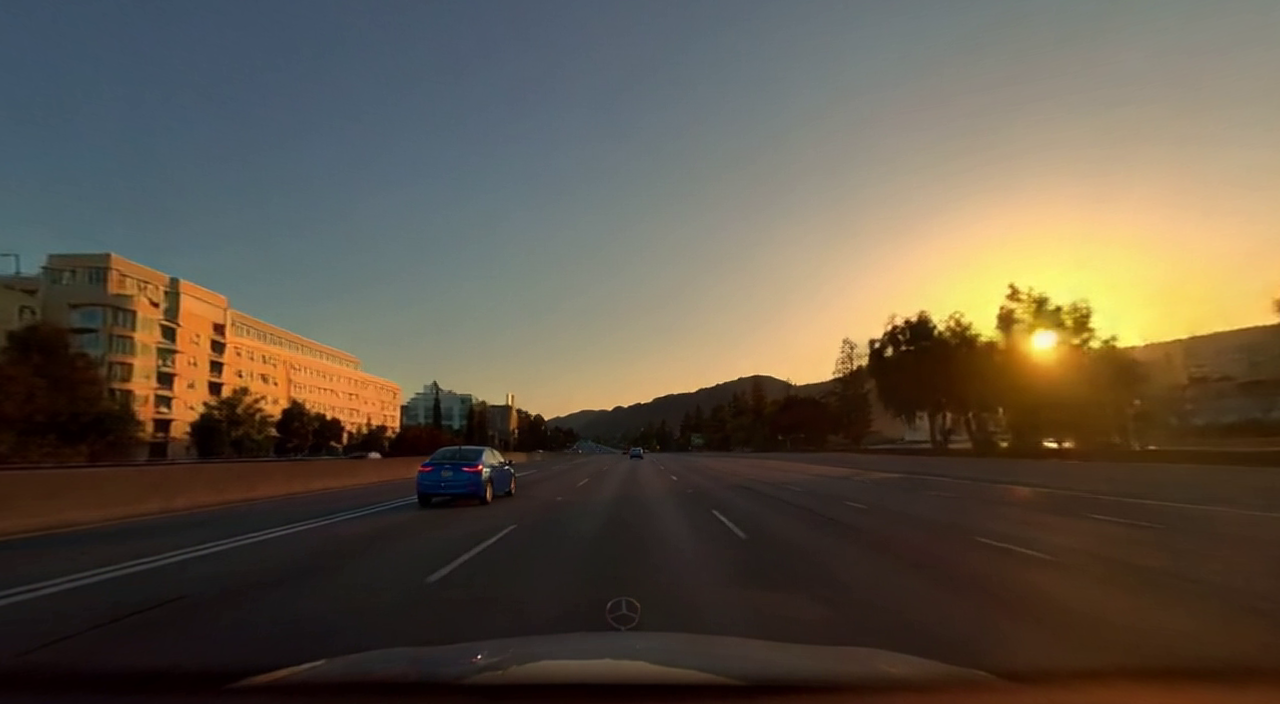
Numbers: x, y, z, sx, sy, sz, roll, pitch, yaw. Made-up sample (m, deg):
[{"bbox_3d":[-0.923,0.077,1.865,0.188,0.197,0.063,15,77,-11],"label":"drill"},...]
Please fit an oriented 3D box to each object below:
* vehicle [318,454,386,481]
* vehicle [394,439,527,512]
[{"bbox_3d":[-17.536,7.035,38.761,1.892,1.478,4.684,0,-9,1],"label":"vehicle"},{"bbox_3d":[-4.129,2.892,15.353,1.900,1.492,4.495,0,-9,0],"label":"vehicle"}]
